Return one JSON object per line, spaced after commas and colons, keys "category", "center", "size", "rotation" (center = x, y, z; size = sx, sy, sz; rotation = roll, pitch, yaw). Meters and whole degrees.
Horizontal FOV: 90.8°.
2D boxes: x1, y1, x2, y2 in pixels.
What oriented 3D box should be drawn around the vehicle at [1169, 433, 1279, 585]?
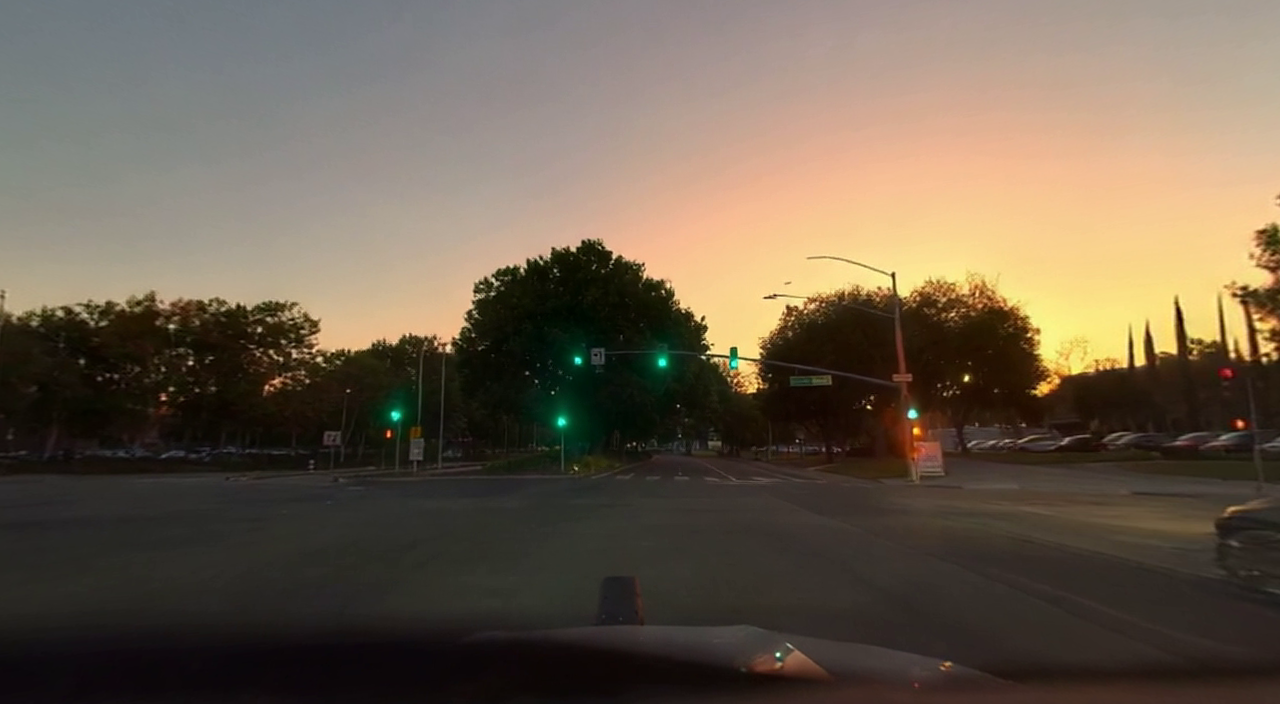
{"category": "vehicle", "center": [7.370, 1.512, 5.921], "size": [1.797, 1.518, 3.433], "rotation": [0, -9, 0]}
